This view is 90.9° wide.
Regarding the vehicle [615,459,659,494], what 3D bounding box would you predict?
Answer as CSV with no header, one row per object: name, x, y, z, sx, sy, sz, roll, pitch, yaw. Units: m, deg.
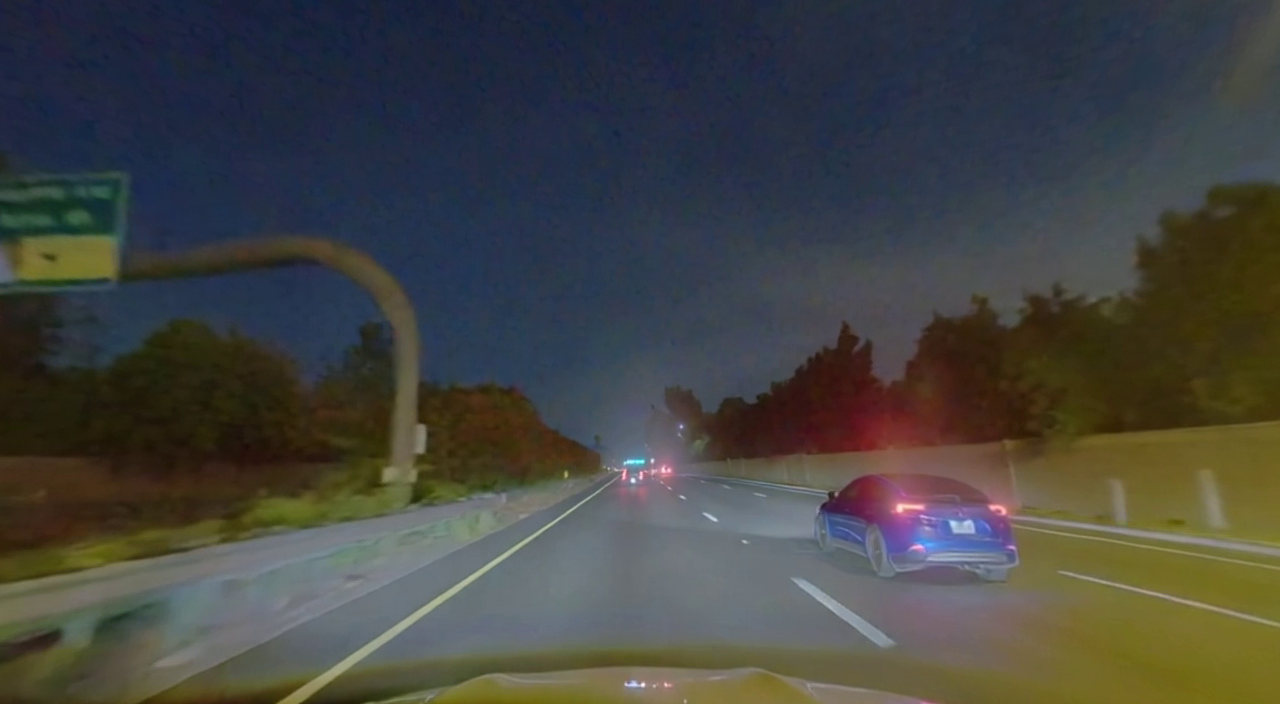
vehicle,-0.138,6.205,31.517,2.037,1.605,3.833,1,-11,0

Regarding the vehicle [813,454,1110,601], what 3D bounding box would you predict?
vehicle,3.967,2.239,8.744,1.938,1.494,4.032,1,-11,-1
